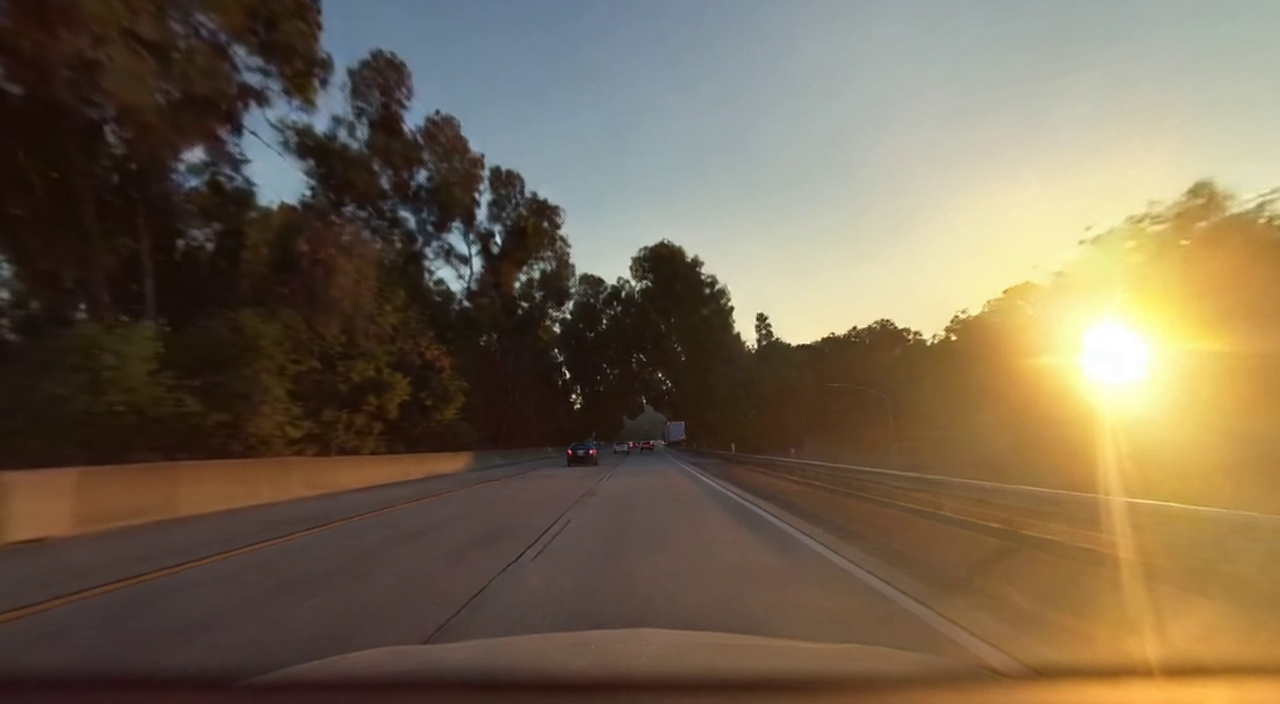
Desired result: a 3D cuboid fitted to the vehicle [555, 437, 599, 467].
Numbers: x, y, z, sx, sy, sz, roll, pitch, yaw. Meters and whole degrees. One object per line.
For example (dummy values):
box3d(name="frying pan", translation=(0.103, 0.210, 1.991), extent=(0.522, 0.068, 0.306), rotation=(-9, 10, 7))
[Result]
box3d(name="vehicle", translation=(-3.382, 5.475, 34.676), extent=(2.025, 1.571, 3.662), rotation=(0, -9, 0))
